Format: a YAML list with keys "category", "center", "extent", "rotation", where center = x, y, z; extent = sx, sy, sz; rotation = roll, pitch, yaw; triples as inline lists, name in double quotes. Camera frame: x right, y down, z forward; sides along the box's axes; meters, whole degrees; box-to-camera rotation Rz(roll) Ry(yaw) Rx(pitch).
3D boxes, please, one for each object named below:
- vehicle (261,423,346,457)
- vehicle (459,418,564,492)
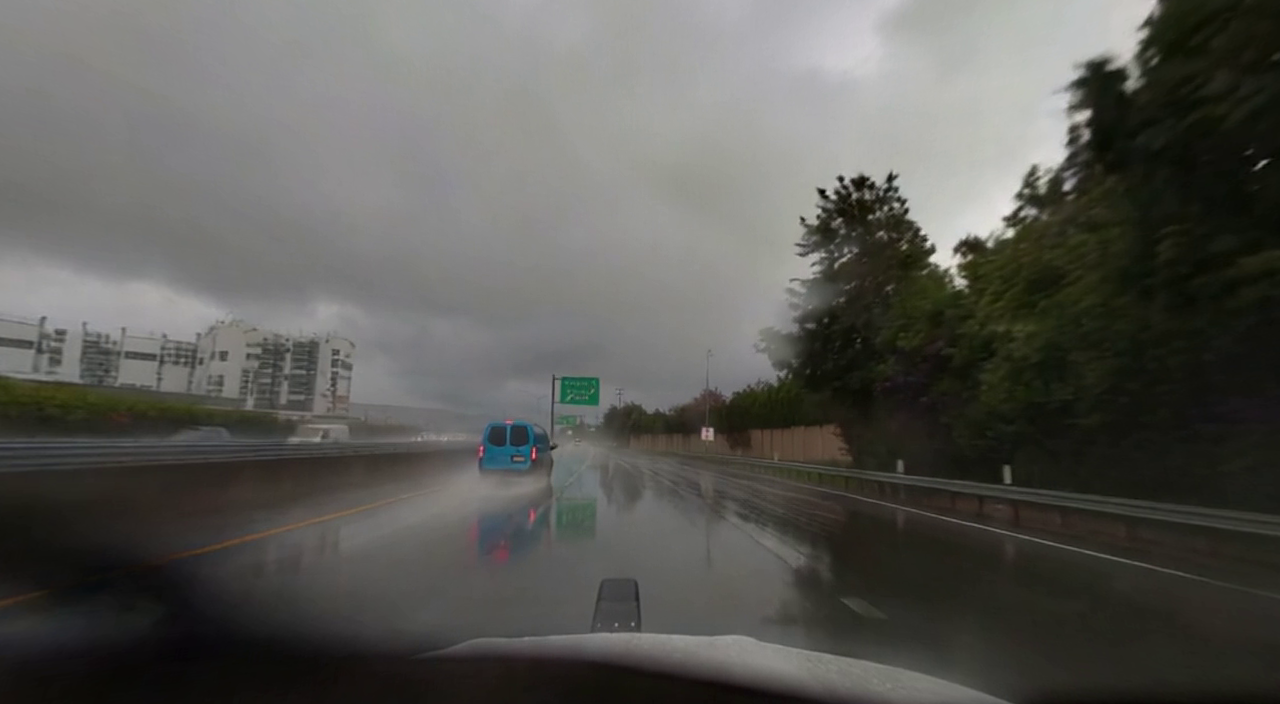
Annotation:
- category: "vehicle"
  center: [-16.575, 4.384, 31.297]
  extent: [1.752, 1.504, 4.652]
  rotation: [0, -8, -2]
- category: "vehicle"
  center: [-3.653, 3.027, 18.893]
  extent: [2.260, 1.901, 4.665]
  rotation: [0, -8, -1]
